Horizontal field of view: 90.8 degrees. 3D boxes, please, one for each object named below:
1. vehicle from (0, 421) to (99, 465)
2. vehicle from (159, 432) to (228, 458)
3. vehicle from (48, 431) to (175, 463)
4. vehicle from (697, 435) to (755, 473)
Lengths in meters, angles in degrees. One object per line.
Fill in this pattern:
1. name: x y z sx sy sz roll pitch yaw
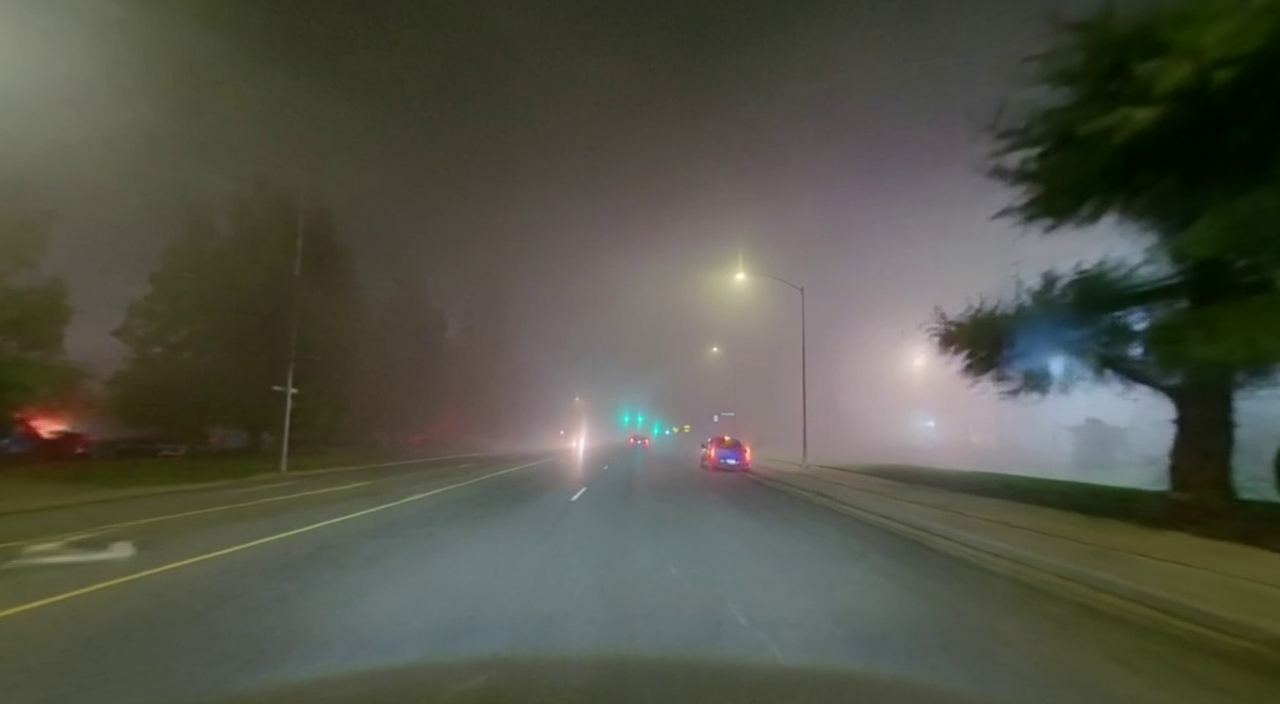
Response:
1. vehicle: -27.554 3.988 27.880 5.295 1.839 2.205 0 -7 2
2. vehicle: -27.666 5.755 39.330 1.753 1.424 4.492 0 -7 -11
3. vehicle: -26.812 4.822 32.243 4.450 1.472 1.982 1 -8 -16
4. vehicle: 3.739 4.461 28.044 1.942 1.502 4.244 0 -7 0
